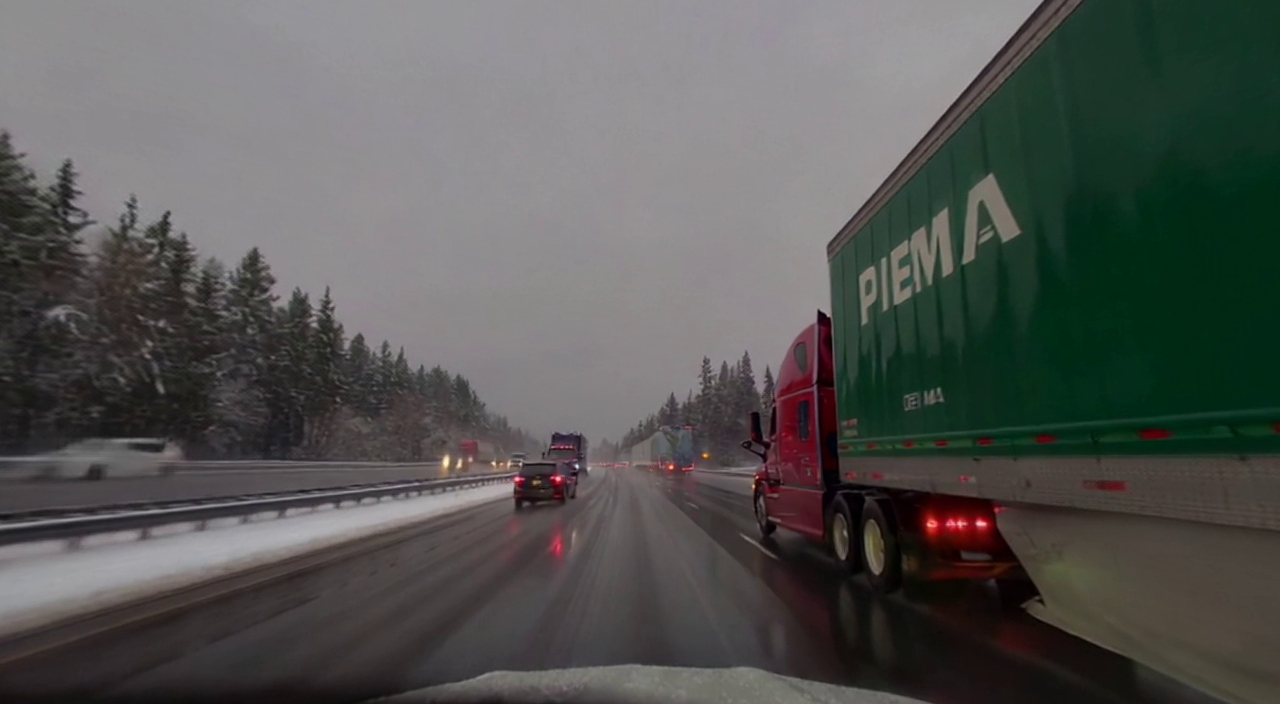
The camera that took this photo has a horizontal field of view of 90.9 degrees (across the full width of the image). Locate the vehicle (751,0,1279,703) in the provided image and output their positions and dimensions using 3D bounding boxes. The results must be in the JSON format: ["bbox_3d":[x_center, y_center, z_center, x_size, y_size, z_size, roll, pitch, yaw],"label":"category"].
[{"bbox_3d":[3.846,0.474,6.068,2.856,4.040,14.009,1,-10,-1],"label":"vehicle"}]

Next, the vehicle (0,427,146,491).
[{"bbox_3d":[-15.873,2.895,17.016,1.797,1.497,3.967,1,-10,-1],"label":"vehicle"}]

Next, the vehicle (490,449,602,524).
[{"bbox_3d":[-2.215,3.389,16.280,2.010,1.580,4.949,0,-10,1],"label":"vehicle"}]
